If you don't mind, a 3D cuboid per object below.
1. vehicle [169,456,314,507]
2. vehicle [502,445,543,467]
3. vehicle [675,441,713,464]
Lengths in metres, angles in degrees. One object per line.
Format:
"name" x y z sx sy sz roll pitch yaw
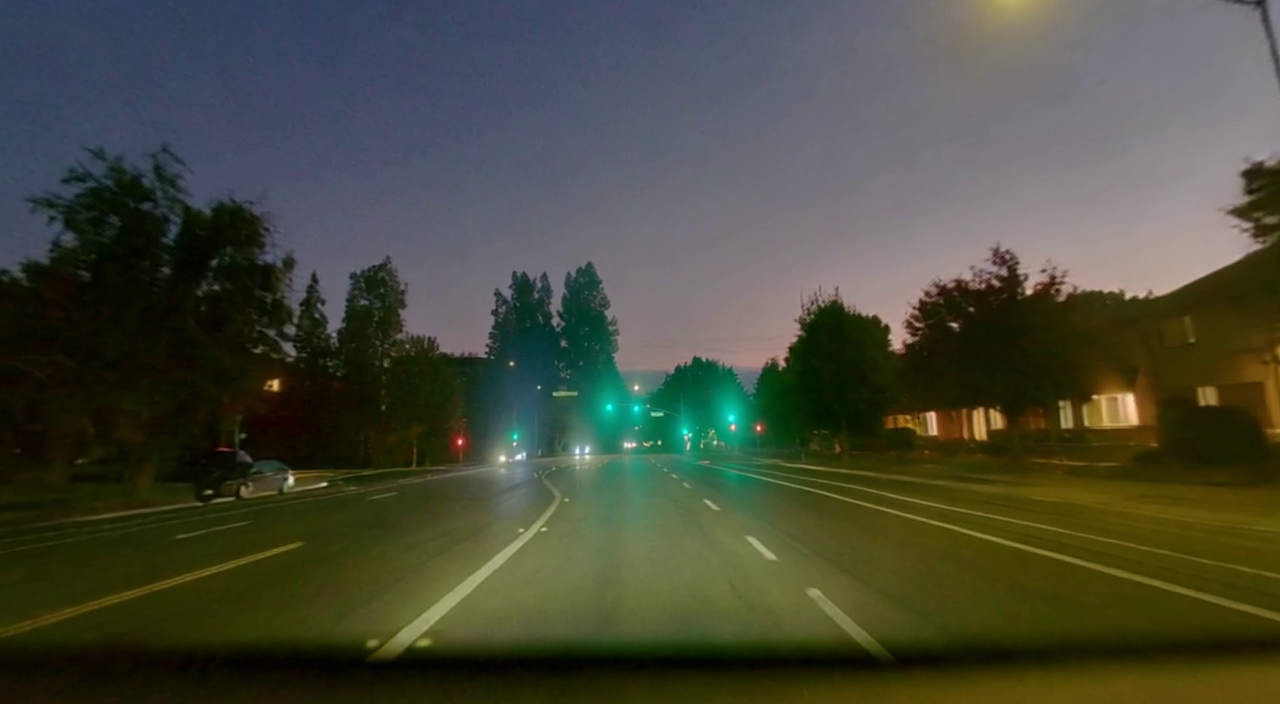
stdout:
"vehicle" -13.416 4.361 21.686 1.992 1.453 4.439 -1 -9 2
"vehicle" -8.698 7.713 47.010 2.030 1.495 4.570 -1 -9 2
"vehicle" 3.641 6.923 43.560 2.133 1.494 4.265 0 -9 -2
